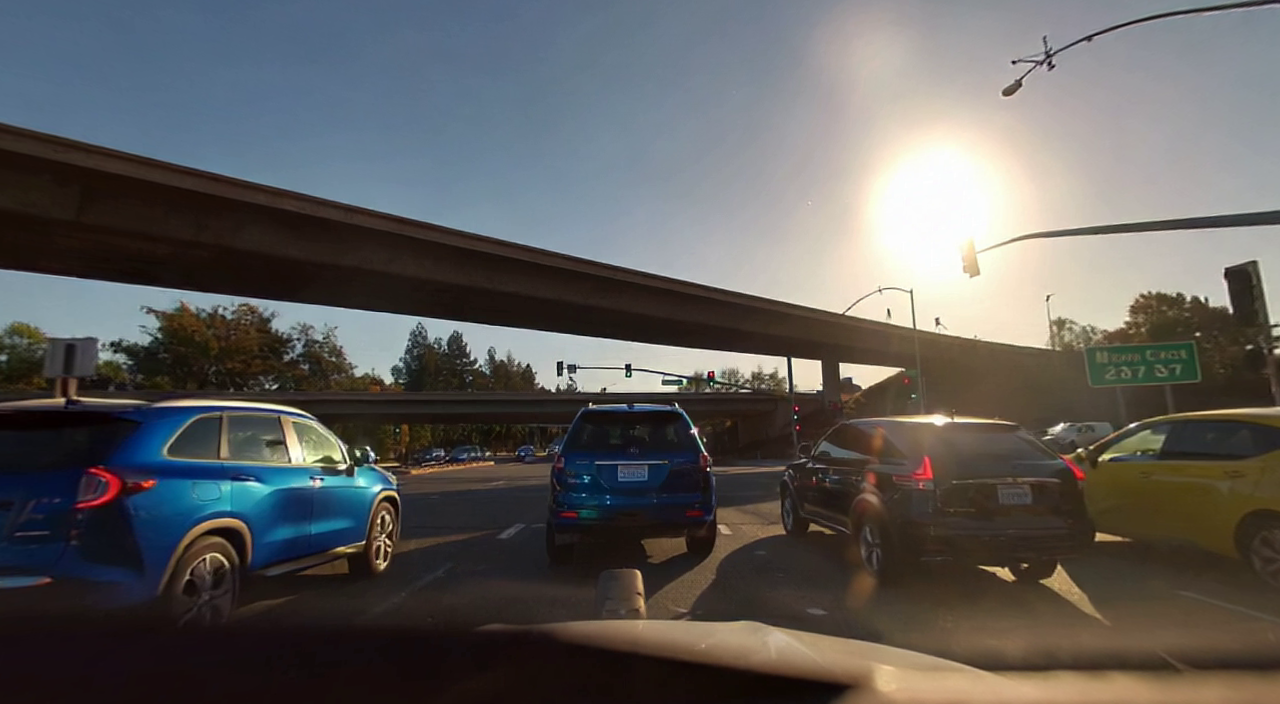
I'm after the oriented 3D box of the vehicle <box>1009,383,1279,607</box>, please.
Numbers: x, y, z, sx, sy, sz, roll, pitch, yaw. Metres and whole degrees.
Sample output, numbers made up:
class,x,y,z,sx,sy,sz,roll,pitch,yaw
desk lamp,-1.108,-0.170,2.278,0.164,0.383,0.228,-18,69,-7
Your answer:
class,x,y,z,sx,sy,sz,roll,pitch,yaw
vehicle,6.207,1.372,6.591,2.074,1.785,4.320,0,-8,0

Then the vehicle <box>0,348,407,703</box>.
class,x,y,z,sx,sy,sz,roll,pitch,yaw
vehicle,-3.746,1.203,4.937,2.060,1.768,4.681,0,-8,0

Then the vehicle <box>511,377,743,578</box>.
class,x,y,z,sx,sy,sz,roll,pitch,yaw
vehicle,-0.219,1.601,8.822,2.342,2.026,4.642,0,-8,-2

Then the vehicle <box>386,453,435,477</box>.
class,x,y,z,sx,sy,sz,roll,pitch,yaw
vehicle,-16.272,7.987,45.038,1.859,1.542,4.657,0,-8,-1
